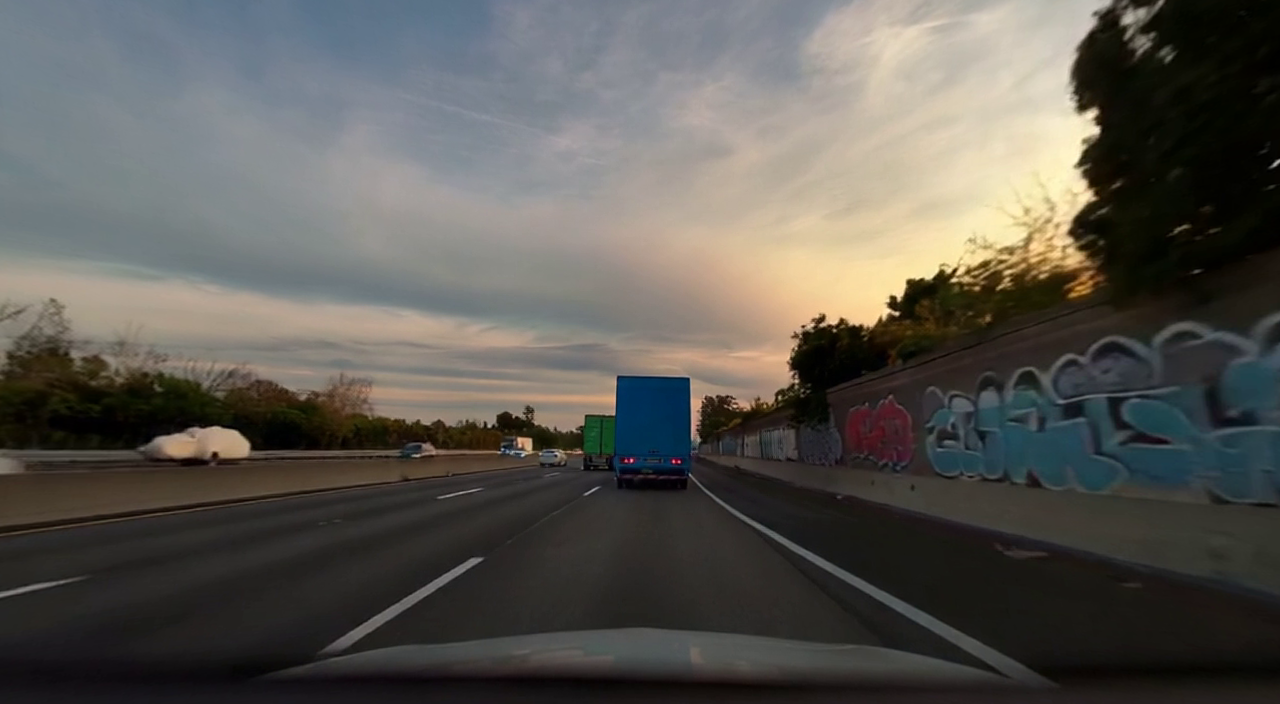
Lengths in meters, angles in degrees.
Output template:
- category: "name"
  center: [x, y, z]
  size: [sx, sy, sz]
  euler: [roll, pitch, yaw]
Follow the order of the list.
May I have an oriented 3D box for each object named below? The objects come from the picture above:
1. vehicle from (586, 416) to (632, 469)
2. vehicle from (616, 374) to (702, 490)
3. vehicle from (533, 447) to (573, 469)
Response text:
- category: "vehicle"
  center: [-2.279, 7.119, 49.151]
  size: [2.713, 3.704, 9.148]
  euler: [0, -9, 3]
- category: "vehicle"
  center: [0.856, 3.637, 27.779]
  size: [2.997, 4.069, 10.871]
  euler: [0, -9, 2]
- category: "vehicle"
  center: [-6.221, 7.668, 45.686]
  size: [1.962, 1.471, 4.792]
  euler: [0, -9, 3]
